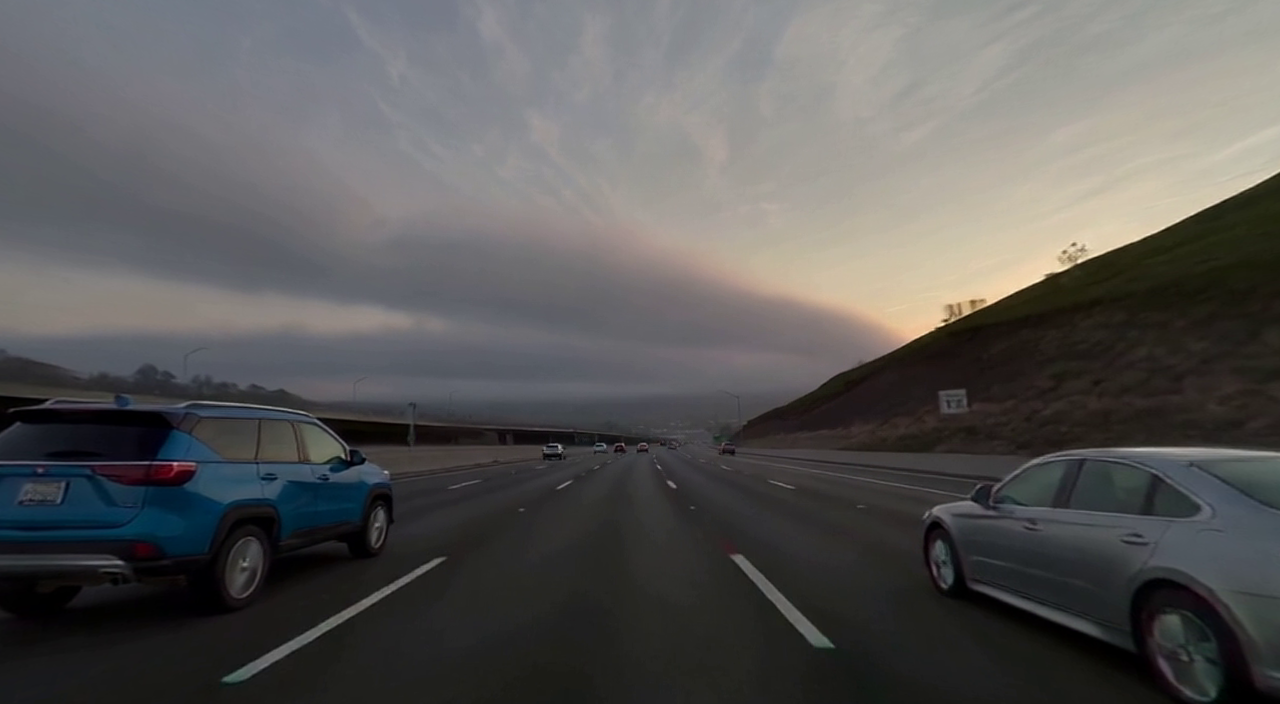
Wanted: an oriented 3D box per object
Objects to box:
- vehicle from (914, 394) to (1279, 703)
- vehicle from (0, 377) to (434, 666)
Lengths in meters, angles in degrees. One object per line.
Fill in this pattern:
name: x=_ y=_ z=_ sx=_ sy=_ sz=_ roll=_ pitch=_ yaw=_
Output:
vehicle: x=3.643 y=1.117 z=3.950 sx=1.847 sy=1.493 sz=4.303 roll=0 pitch=-8 yaw=-1
vehicle: x=-3.836 y=1.350 z=6.175 sx=2.047 sy=1.715 sz=4.689 roll=0 pitch=-8 yaw=0
